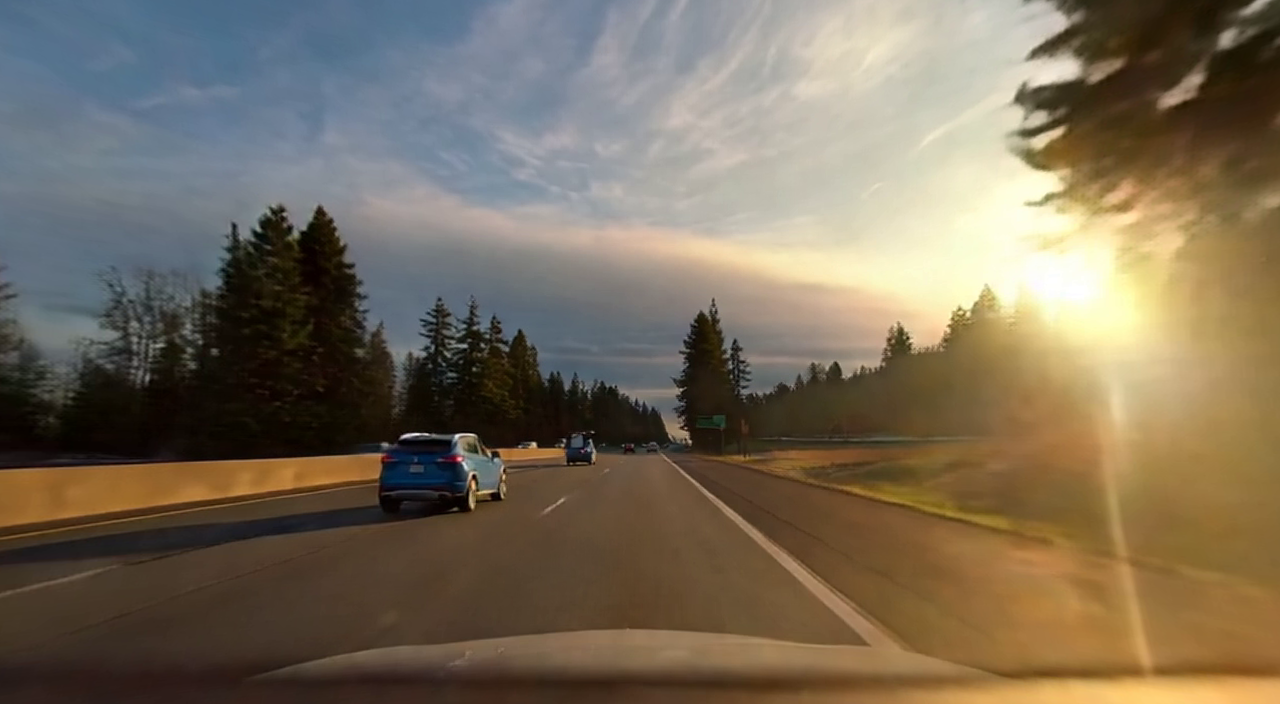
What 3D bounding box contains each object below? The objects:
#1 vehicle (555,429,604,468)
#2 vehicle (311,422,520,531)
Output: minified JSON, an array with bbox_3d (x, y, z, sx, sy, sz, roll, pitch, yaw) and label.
[{"bbox_3d":[-3.431,5.620,36.601,2.241,2.095,4.985,0,-8,1],"label":"vehicle"},{"bbox_3d":[-3.770,2.180,11.656,2.053,1.589,4.671,0,-8,1],"label":"vehicle"}]
